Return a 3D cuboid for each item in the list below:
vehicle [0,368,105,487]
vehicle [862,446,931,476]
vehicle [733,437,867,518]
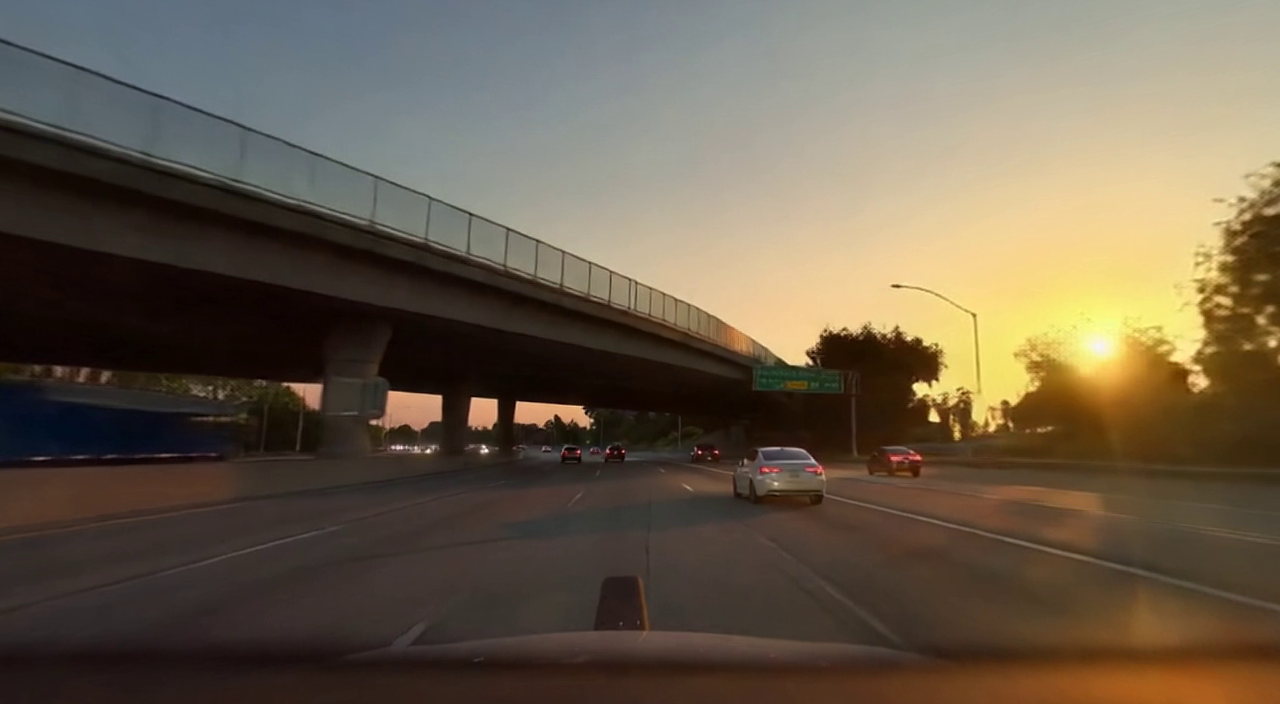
[{"bbox_3d":[-23.862,2.813,23.103,2.931,4.092,6.128,1,-9,-3],"label":"vehicle"},{"bbox_3d":[13.415,5.709,33.284,1.878,1.486,4.636,0,-9,2],"label":"vehicle"},{"bbox_3d":[3.429,2.766,14.315,1.975,1.562,3.823,0,-9,-1],"label":"vehicle"}]
